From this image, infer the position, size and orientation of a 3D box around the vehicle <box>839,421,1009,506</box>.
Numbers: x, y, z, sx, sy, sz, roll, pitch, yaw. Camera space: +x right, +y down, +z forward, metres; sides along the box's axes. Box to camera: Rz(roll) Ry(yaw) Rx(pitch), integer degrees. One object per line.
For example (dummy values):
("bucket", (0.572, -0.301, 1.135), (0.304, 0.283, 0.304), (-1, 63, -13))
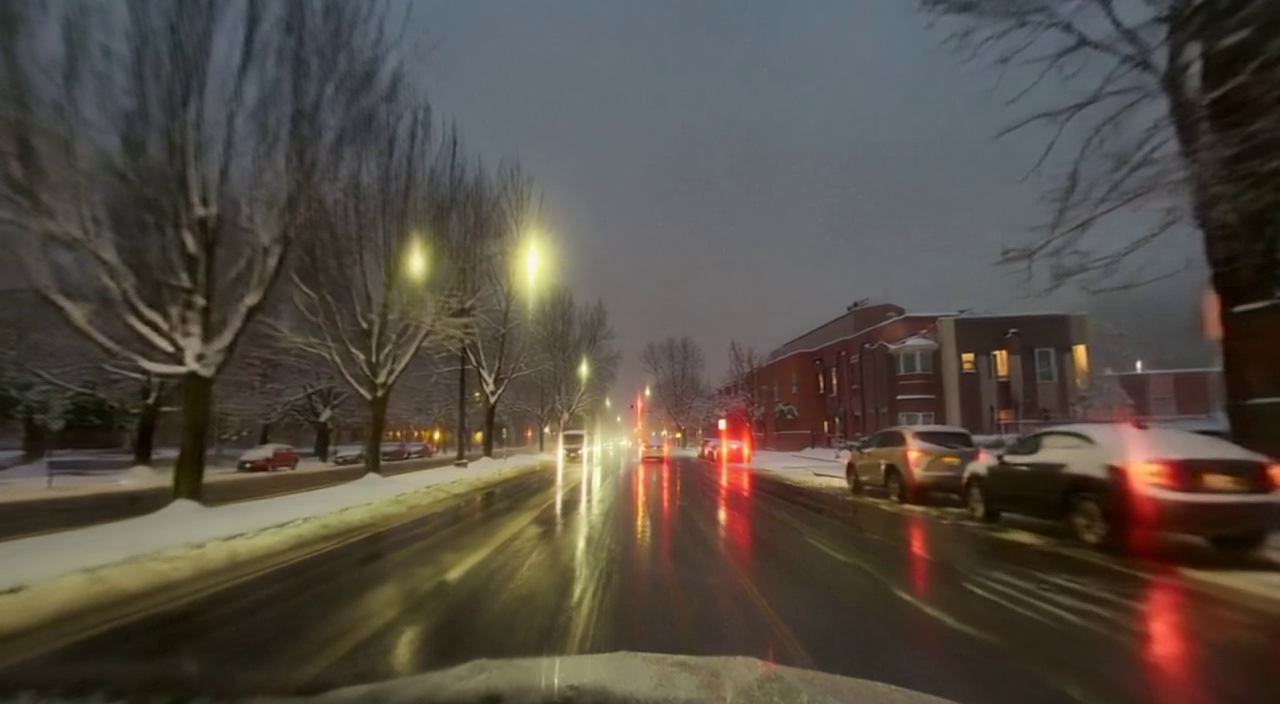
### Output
("vehicle", (6.956, 2.771, 16.116), (2.216, 1.847, 4.321), (0, -8, -1))

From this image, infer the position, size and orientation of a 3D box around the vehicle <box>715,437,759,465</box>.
("vehicle", (6.252, 6.432, 41.234), (2.164, 1.727, 3.955), (0, -8, -1))

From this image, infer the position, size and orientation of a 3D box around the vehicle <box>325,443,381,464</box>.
("vehicle", (-22.535, 7.982, 49.906), (2.111, 1.554, 5.163), (0, -8, -1))

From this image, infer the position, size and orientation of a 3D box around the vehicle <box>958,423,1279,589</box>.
("vehicle", (7.138, 2.003, 9.262), (2.320, 1.764, 4.731), (0, -8, -2))

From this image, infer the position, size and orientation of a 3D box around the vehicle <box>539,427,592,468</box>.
("vehicle", (-3.827, 5.025, 33.330), (2.223, 1.957, 4.845), (0, -8, 0))

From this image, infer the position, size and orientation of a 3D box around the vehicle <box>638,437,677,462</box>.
("vehicle", (1.109, 6.516, 42.289), (2.201, 1.589, 3.843), (0, -8, -4))

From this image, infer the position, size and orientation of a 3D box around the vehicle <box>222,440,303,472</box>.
("vehicle", (-22.352, 6.129, 37.627), (1.996, 1.767, 4.613), (0, -8, -1))
